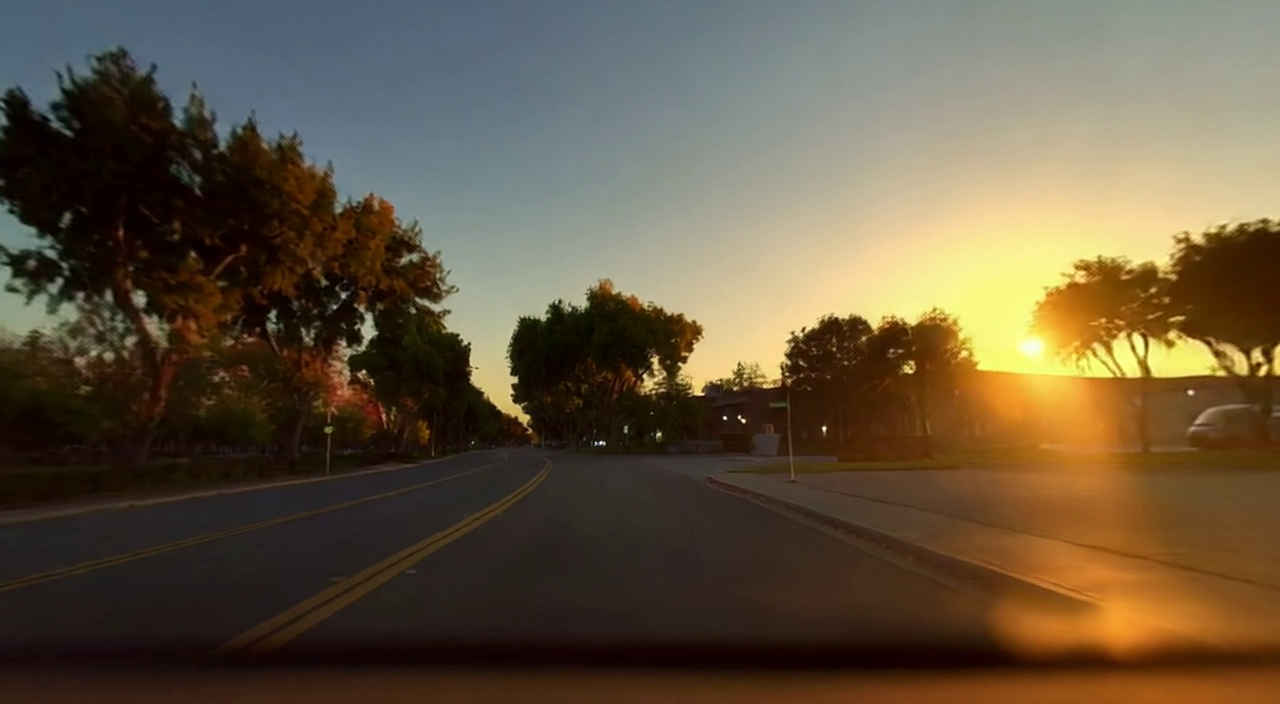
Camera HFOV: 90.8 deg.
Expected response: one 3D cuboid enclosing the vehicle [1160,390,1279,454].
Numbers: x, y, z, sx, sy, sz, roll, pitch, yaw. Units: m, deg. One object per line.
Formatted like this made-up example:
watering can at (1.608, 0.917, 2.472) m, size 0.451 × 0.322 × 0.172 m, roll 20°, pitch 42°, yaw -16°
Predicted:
vehicle at (45.127, 4.876, 43.750) m, size 16.640 × 4.121 × 3.102 m, roll 1°, pitch -8°, yaw -7°
